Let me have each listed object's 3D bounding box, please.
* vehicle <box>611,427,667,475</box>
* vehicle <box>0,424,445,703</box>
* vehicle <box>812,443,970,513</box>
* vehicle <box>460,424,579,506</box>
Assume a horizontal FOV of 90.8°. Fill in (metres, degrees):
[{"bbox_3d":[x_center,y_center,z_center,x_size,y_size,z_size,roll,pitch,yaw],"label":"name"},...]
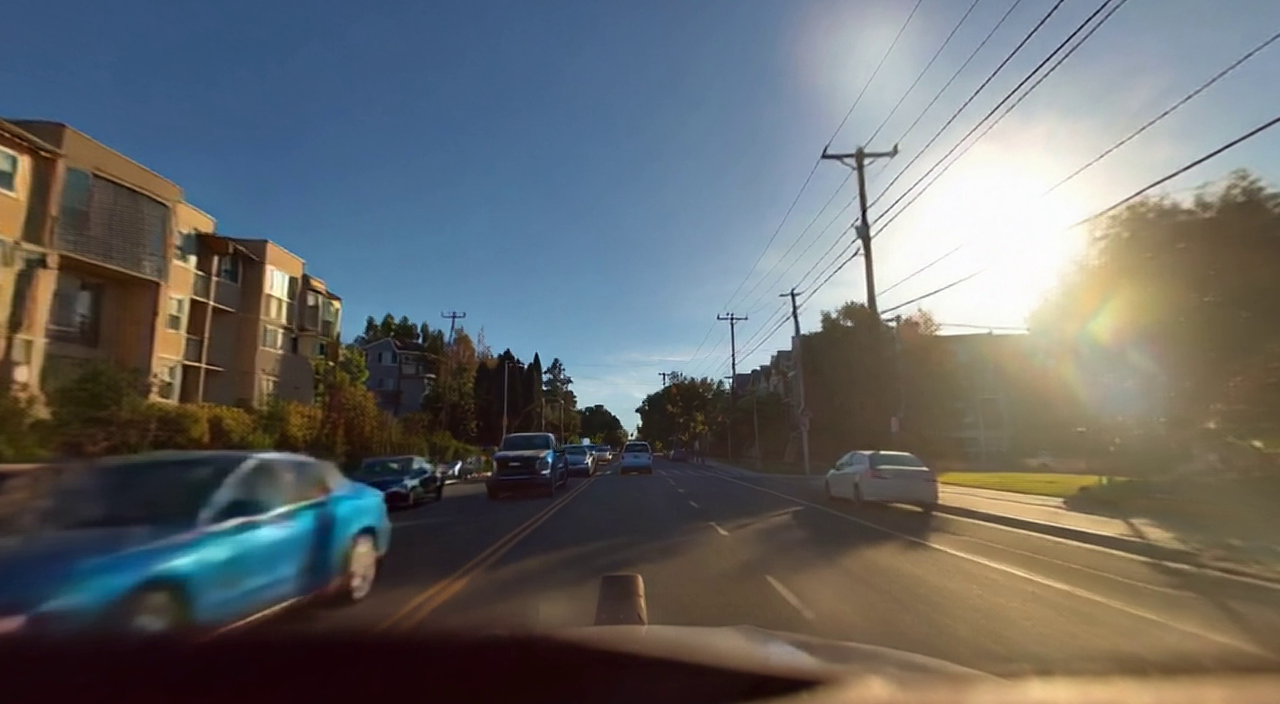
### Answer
[{"bbox_3d":[-0.009,4.494,28.489,2.308,1.940,4.125,-1,-10,1],"label":"vehicle"},{"bbox_3d":[-3.296,1.375,4.849,2.057,1.476,4.593,0,-8,1],"label":"vehicle"},{"bbox_3d":[6.083,3.084,16.066,1.943,1.490,4.783,0,-8,-2],"label":"vehicle"},{"bbox_3d":[-2.996,2.959,16.964,2.178,1.861,4.920,0,-8,0],"label":"vehicle"}]
